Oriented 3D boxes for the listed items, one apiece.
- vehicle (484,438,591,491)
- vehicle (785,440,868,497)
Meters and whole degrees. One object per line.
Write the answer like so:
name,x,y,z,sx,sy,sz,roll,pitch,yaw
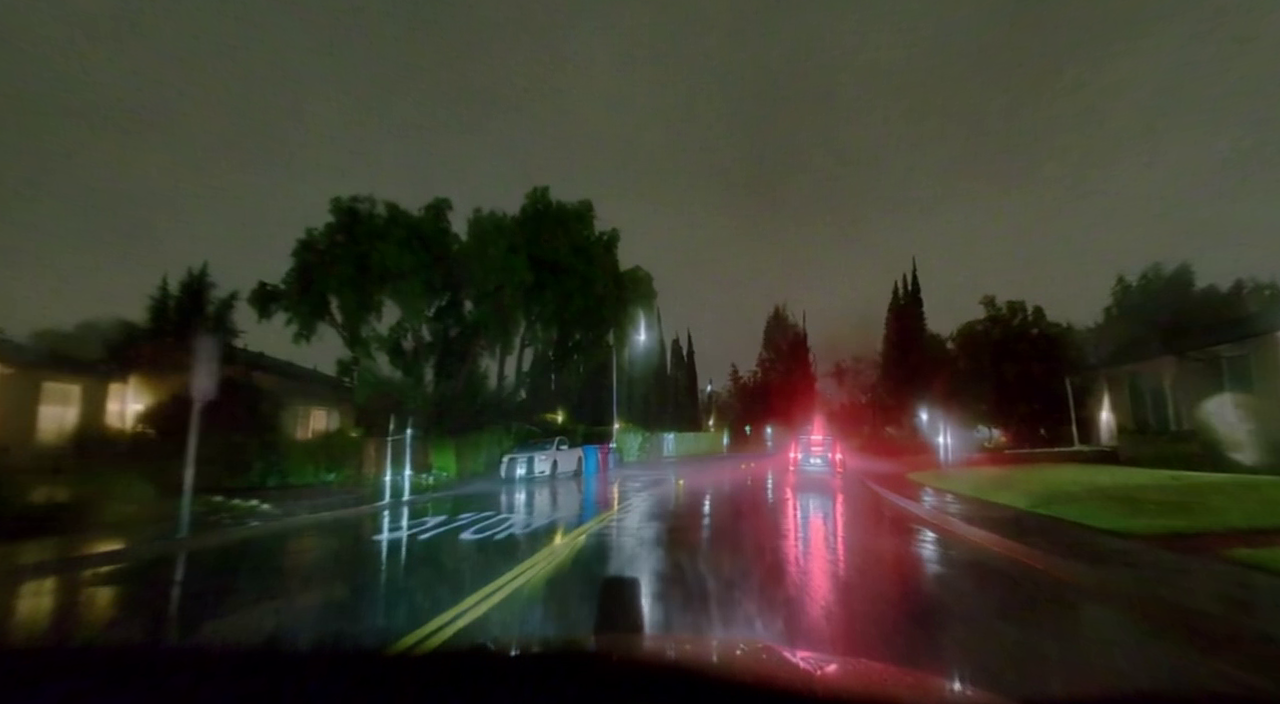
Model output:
vehicle,-3.584,4.046,23.207,2.030,1.696,4.828,-3,-9,16
vehicle,5.476,3.426,19.061,2.045,1.478,4.914,-2,-9,13
